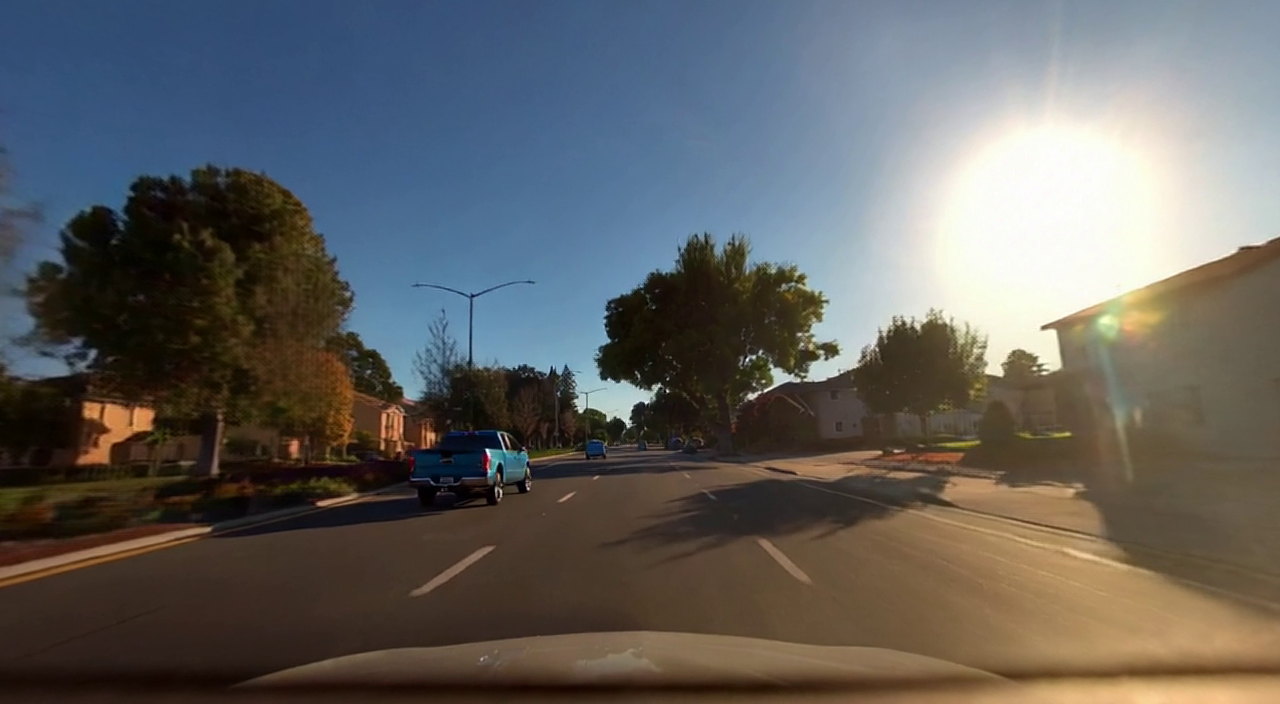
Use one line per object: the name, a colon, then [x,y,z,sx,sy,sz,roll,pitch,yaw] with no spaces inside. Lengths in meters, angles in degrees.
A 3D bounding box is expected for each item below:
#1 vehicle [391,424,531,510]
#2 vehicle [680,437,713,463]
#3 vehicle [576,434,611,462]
vehicle: [-4.094,2.708,15.360,2.002,1.747,4.728,0,-8,0]
vehicle: [4.051,7.145,46.000,2.016,1.736,4.356,0,-8,0]
vehicle: [-3.422,7.201,47.178,2.230,1.987,4.385,0,-8,2]
